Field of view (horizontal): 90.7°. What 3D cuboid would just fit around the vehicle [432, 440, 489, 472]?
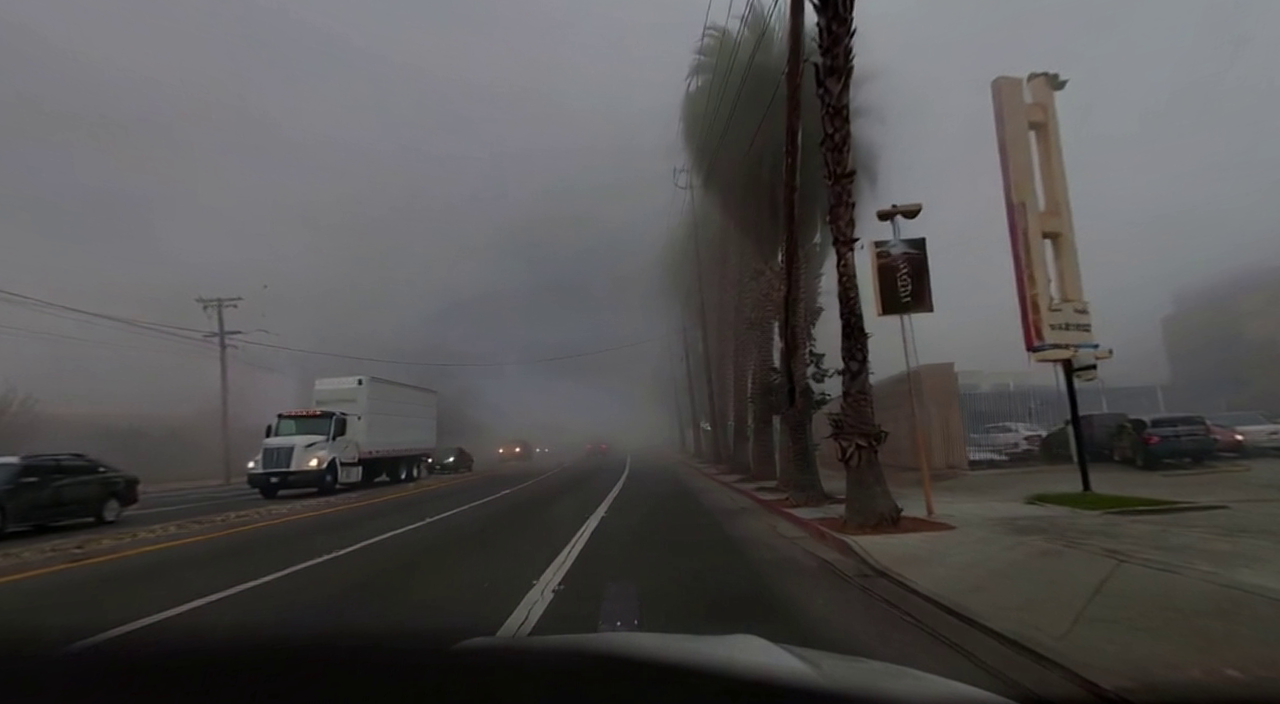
[{"bbox_3d":[-10.505,6.094,37.355,2.004,1.745,4.445,-1,-8,1],"label":"vehicle"}]

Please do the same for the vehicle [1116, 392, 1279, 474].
[{"bbox_3d":[15.307,2.245,16.657,2.052,1.837,4.750,-1,-10,4],"label":"vehicle"}]

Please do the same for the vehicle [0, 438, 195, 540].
[{"bbox_3d":[-10.599,2.534,11.383,1.919,1.512,4.443,-4,-13,0],"label":"vehicle"}]

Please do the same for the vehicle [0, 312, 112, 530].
[{"bbox_3d":[-13.735,0.418,5.995,2.876,4.151,17.071,-1,-8,0],"label":"vehicle"}]

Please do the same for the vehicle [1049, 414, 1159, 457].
[{"bbox_3d":[22.237,4.074,30.630,2.010,1.871,4.913,-1,-9,6],"label":"vehicle"}]

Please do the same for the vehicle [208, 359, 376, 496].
[{"bbox_3d":[-10.645,2.404,19.816,3.027,3.903,3.372,0,-9,1],"label":"vehicle"}]

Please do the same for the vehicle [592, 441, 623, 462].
[{"bbox_3d":[-2.473,7.633,48.794,2.040,1.492,5.114,-1,-8,1],"label":"vehicle"}]

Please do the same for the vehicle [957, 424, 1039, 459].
[{"bbox_3d":[16.910,4.275,30.092,1.697,1.559,3.647,-1,-9,0],"label":"vehicle"}]
